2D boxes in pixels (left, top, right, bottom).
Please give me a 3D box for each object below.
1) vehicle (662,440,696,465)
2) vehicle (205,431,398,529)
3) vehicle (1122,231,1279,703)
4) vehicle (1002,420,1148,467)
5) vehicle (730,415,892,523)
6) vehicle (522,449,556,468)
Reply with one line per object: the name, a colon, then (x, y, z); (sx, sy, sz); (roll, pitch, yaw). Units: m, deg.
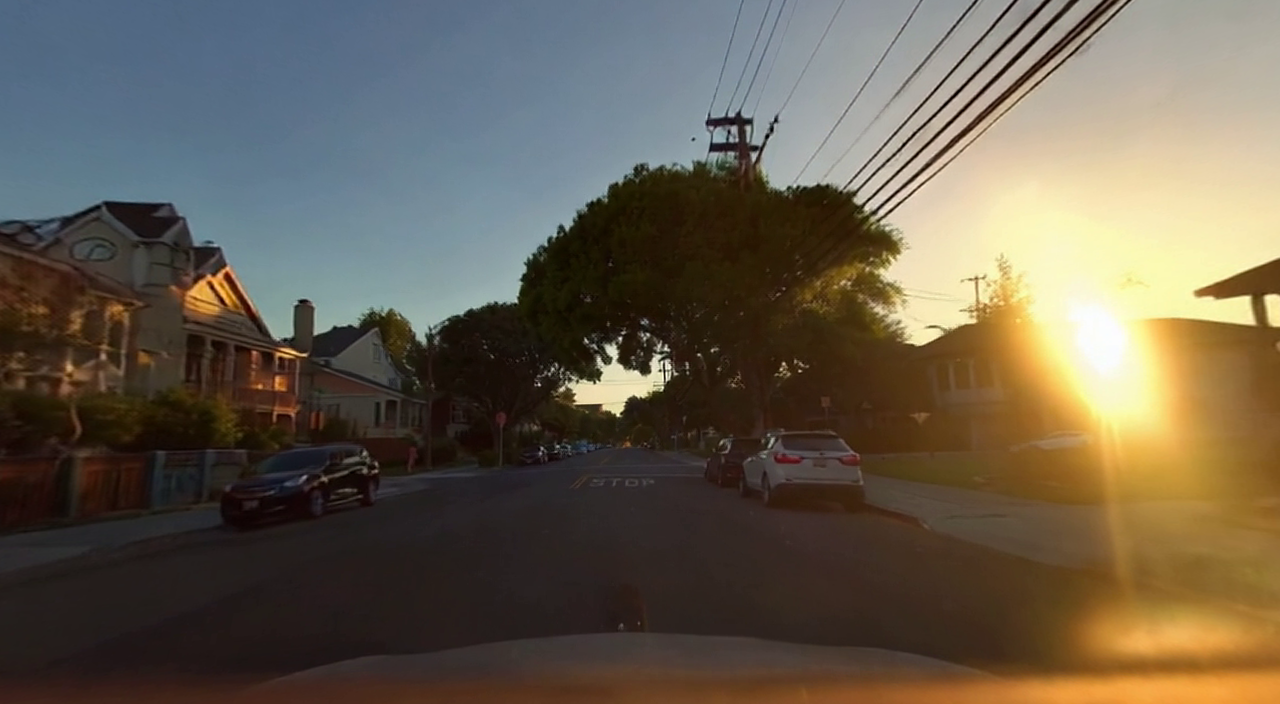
vehicle: (2.794, 7.317, 46.197); (2.114, 1.708, 4.474); (0, -9, -1)
vehicle: (-7.315, 2.858, 14.272); (1.980, 1.664, 4.342); (-5, -11, -1)
vehicle: (3.433, 0.255, 0.105); (2.111, 2.054, 5.748); (0, -9, 0)
vehicle: (19.221, 4.071, 28.094); (4.826, 1.933, 2.166); (1, -8, 1)
vehicle: (3.162, 2.280, 12.737); (1.993, 1.778, 4.311); (0, -9, 0)
vehicle: (-7.530, 7.933, 47.321); (1.926, 1.307, 3.909); (0, -9, 0)
